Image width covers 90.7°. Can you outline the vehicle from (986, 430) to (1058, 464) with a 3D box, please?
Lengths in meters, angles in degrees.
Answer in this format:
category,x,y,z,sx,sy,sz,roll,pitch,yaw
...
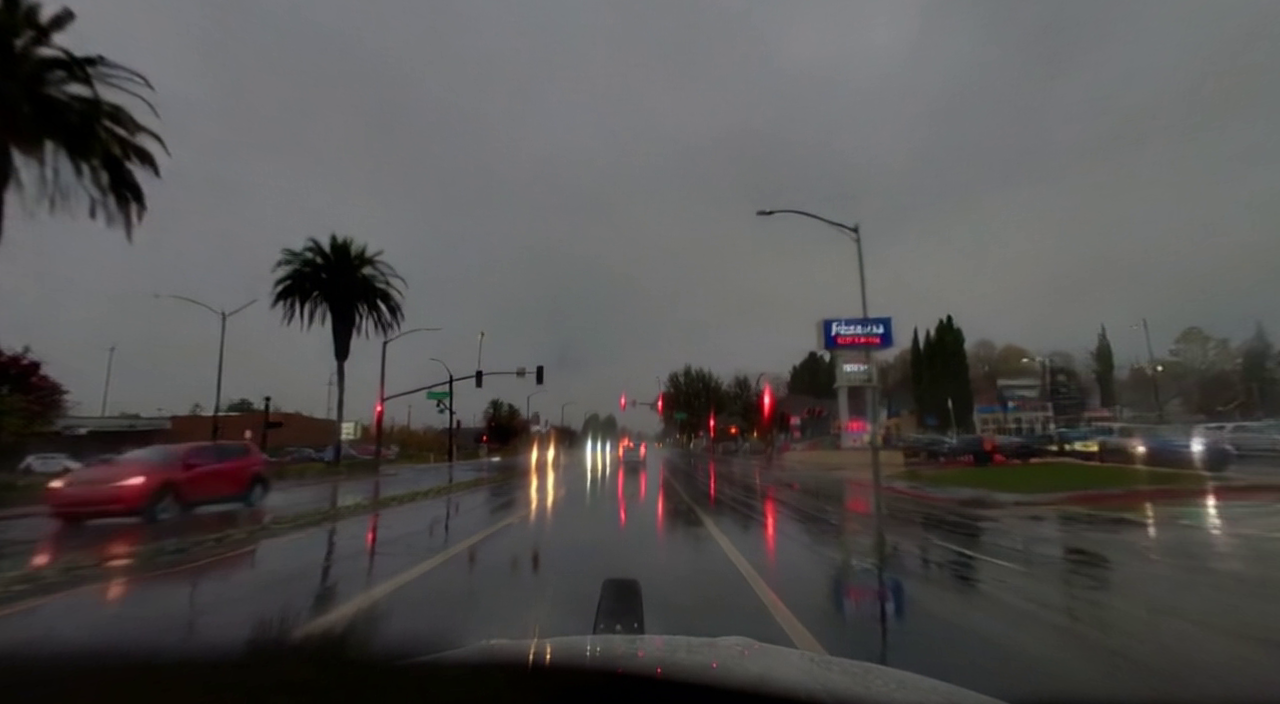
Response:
category,x,y,z,sx,sy,sz,roll,pitch,yaw
vehicle,20.006,4.949,33.065,4.432,1.556,2.012,6,-11,-44

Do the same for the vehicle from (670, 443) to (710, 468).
category,x,y,z,sx,sy,sz,roll,pitch,yaw
vehicle,3.054,6.466,39.720,2.060,1.471,4.168,0,-9,-1

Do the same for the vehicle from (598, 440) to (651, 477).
category,x,y,z,sx,sy,sz,roll,pitch,yaw
vehicle,-0.641,4.694,28.078,2.160,1.508,4.319,0,-9,-1

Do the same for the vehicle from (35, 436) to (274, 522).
category,x,y,z,sx,sy,sz,roll,pitch,yaw
vehicle,-11.569,3.027,15.678,2.098,1.766,4.787,0,-9,0

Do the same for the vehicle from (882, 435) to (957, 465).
category,x,y,z,sx,sy,sz,roll,pitch,yaw
vehicle,14.764,5.151,33.311,1.985,1.479,4.580,-9,-12,44

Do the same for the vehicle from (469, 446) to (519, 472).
category,x,y,z,sx,sy,sz,roll,pitch,yaw
vehicle,-8.705,6.404,38.057,1.894,1.486,4.359,0,-9,0

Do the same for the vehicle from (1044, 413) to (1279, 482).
category,x,y,z,sx,sy,sz,roll,pitch,yaw
vehicle,16.377,3.036,20.176,2.172,1.855,5.526,3,-9,-21
